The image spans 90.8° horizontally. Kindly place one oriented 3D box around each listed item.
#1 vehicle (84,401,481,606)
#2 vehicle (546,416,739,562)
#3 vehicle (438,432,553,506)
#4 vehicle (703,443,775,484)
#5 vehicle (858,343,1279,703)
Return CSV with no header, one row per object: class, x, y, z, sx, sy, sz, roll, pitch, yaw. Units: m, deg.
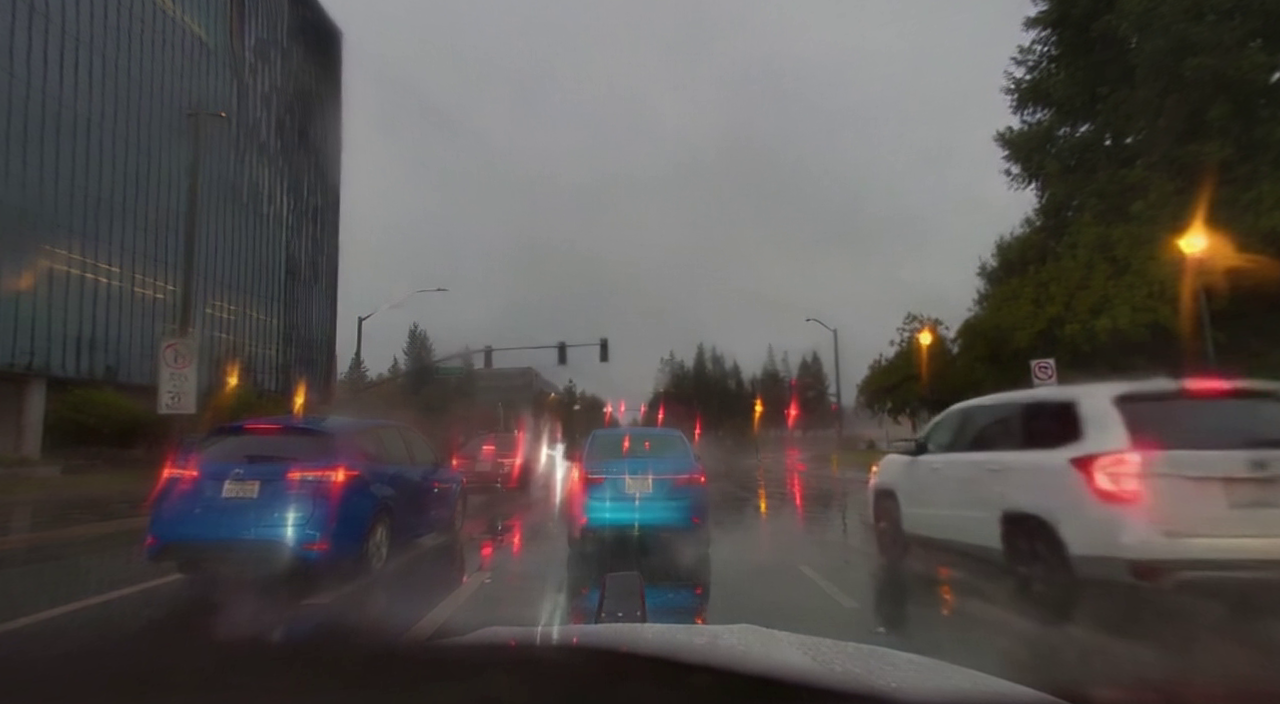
vehicle,-3.544,1.588,7.525,2.083,1.691,4.398,0,-8,1
vehicle,-0.006,1.881,9.413,2.207,1.659,4.155,0,-8,-1
vehicle,-3.616,3.005,16.694,2.068,1.678,4.199,0,-8,0
vehicle,3.724,4.285,24.621,2.082,1.445,4.426,0,-8,0
vehicle,3.721,1.186,5.487,2.026,1.819,4.579,0,-8,0
